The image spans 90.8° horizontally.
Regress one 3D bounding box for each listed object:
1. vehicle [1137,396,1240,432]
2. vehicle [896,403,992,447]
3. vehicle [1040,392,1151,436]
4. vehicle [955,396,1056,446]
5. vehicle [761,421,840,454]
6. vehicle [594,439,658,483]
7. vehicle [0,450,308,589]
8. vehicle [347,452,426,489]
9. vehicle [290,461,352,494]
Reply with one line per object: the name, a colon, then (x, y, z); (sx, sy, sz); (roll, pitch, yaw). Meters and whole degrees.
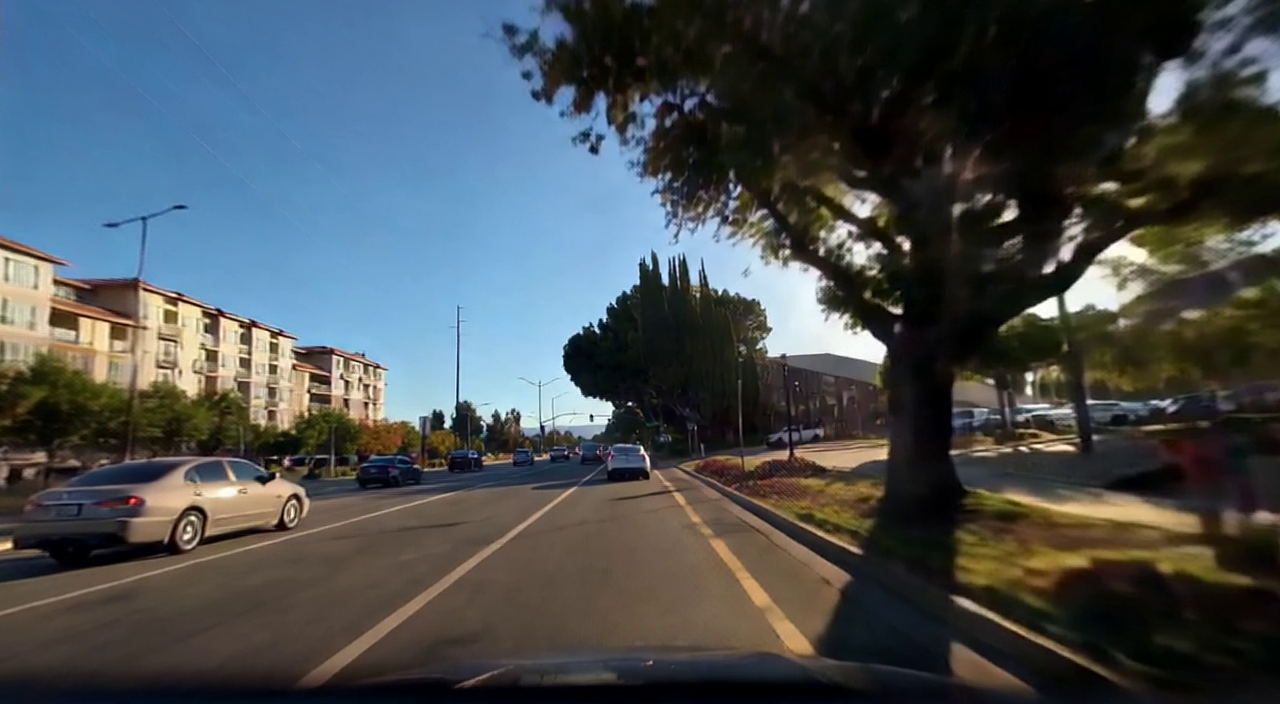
vehicle: (29.263, 3.317, 33.917); (1.882, 1.730, 4.753); (-3, -6, 10)
vehicle: (15.635, 3.878, 32.900); (2.395, 2.028, 5.135); (0, -9, -1)
vehicle: (23.849, 3.332, 33.319); (2.118, 1.724, 4.361); (-8, -9, -6)
vehicle: (18.413, 3.587, 32.112); (2.002, 2.015, 4.254); (-8, -9, -6)
vehicle: (12.525, 6.662, 49.652); (5.253, 2.014, 2.666); (-5, -5, -5)
vehicle: (-0.522, 3.960, 23.262); (2.099, 1.469, 4.389); (0, -9, -2)
vehicle: (-7.008, 2.165, 9.137); (1.906, 1.449, 4.576); (0, -9, 0)
vehicle: (-11.293, 5.290, 28.558); (2.024, 1.484, 4.592); (1, -9, -5)
vehicle: (-23.204, 9.110, 46.162); (2.145, 2.074, 4.630); (0, -9, -1)
